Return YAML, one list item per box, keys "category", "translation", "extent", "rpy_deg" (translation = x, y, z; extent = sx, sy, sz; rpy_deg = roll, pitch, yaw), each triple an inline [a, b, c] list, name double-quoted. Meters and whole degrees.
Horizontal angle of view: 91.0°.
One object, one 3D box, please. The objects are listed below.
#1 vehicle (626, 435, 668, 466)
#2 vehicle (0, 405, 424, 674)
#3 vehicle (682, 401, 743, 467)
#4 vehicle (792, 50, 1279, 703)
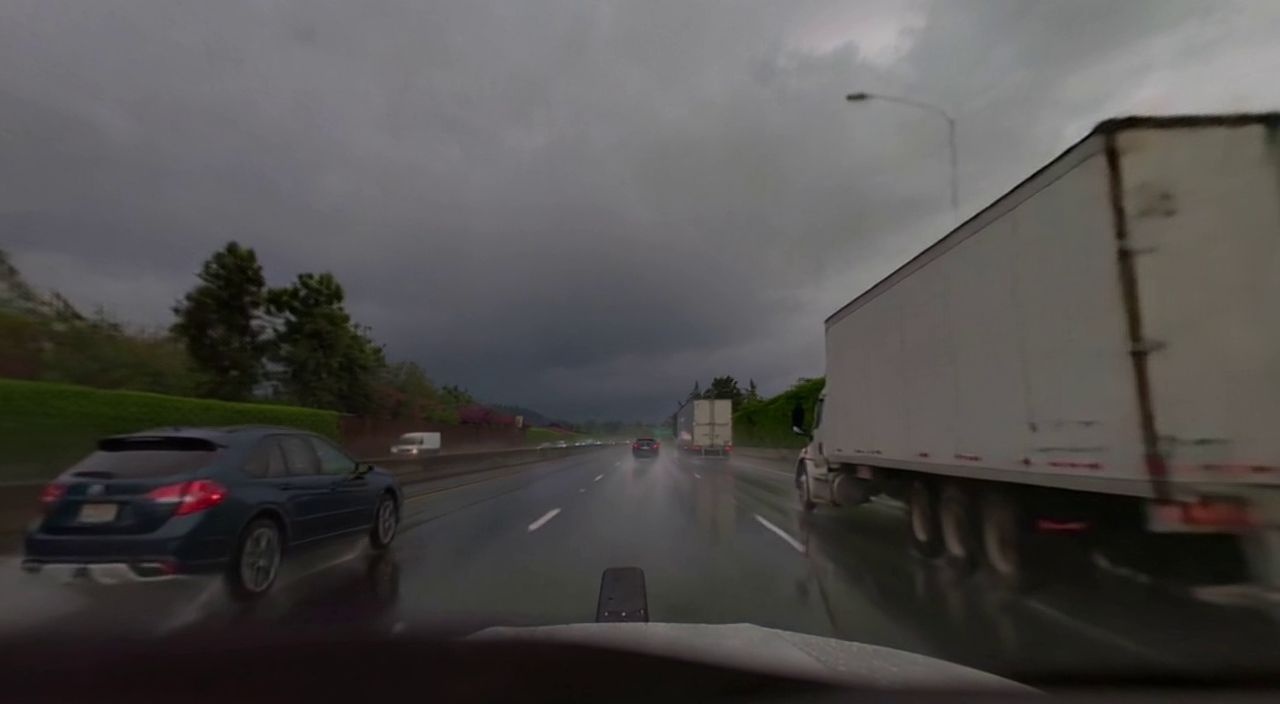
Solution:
- category: "vehicle"
  translation: [0.431, 5.998, 38.434]
  extent: [2.389, 1.760, 4.473]
  rpy_deg: [0, -8, 0]
- category: "vehicle"
  translation: [-3.682, 1.347, 5.646]
  extent: [1.988, 1.488, 4.113]
  rpy_deg: [0, -8, 1]
- category: "vehicle"
  translation: [5.098, 6.216, 47.207]
  extent: [3.117, 4.150, 13.929]
  rpy_deg: [0, -8, 1]
- category: "vehicle"
  translation: [4.097, 0.648, 7.220]
  extent: [2.742, 3.383, 8.285]
  rpy_deg: [0, -8, 1]
